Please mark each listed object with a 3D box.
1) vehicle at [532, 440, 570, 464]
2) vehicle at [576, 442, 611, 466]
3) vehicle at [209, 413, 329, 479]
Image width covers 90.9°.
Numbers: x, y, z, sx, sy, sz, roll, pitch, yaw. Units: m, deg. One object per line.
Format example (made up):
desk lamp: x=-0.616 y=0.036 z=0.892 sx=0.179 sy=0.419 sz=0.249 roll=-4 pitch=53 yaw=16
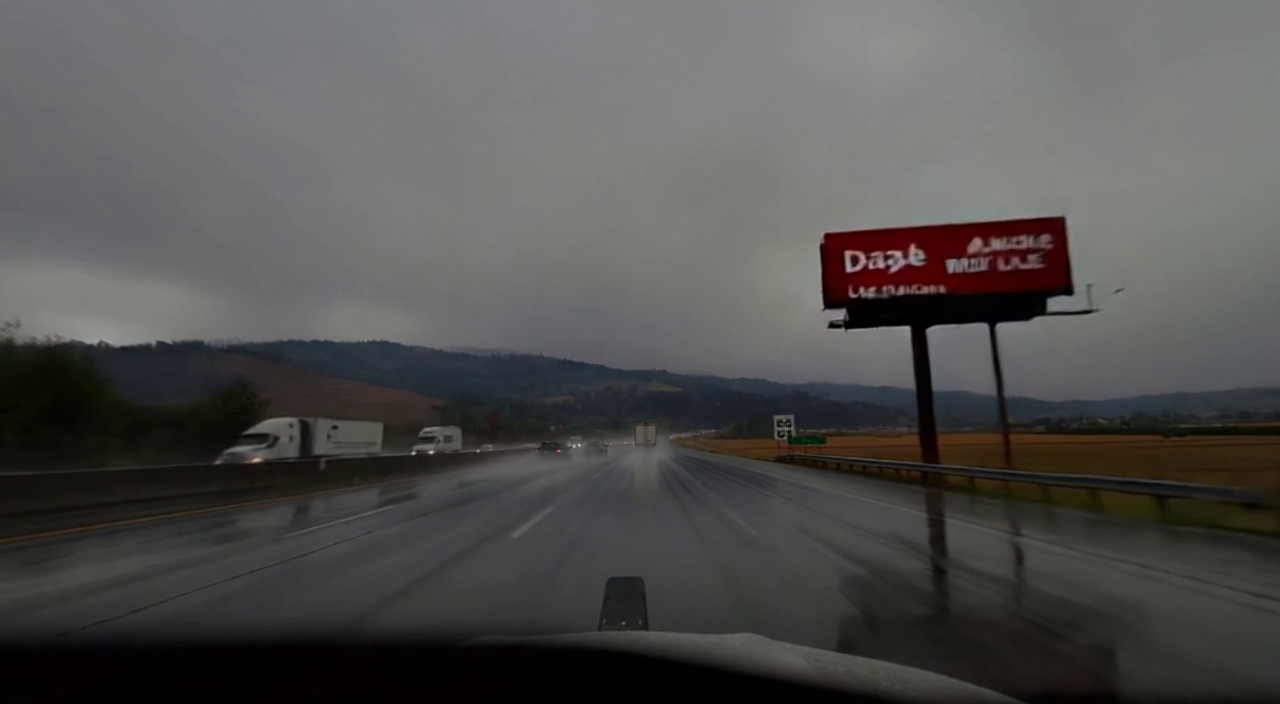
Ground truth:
vehicle: x=-6.679 y=7.521 z=47.738 sx=2.062 sy=1.708 sz=4.458 roll=0 pitch=-8 yaw=2
vehicle: x=-3.160 y=7.067 z=43.859 sx=2.042 sy=1.532 sz=4.396 roll=0 pitch=-8 yaw=0
vehicle: x=-24.712 y=6.338 z=42.736 sx=3.008 sy=4.009 sz=8.243 roll=0 pitch=-8 yaw=0
